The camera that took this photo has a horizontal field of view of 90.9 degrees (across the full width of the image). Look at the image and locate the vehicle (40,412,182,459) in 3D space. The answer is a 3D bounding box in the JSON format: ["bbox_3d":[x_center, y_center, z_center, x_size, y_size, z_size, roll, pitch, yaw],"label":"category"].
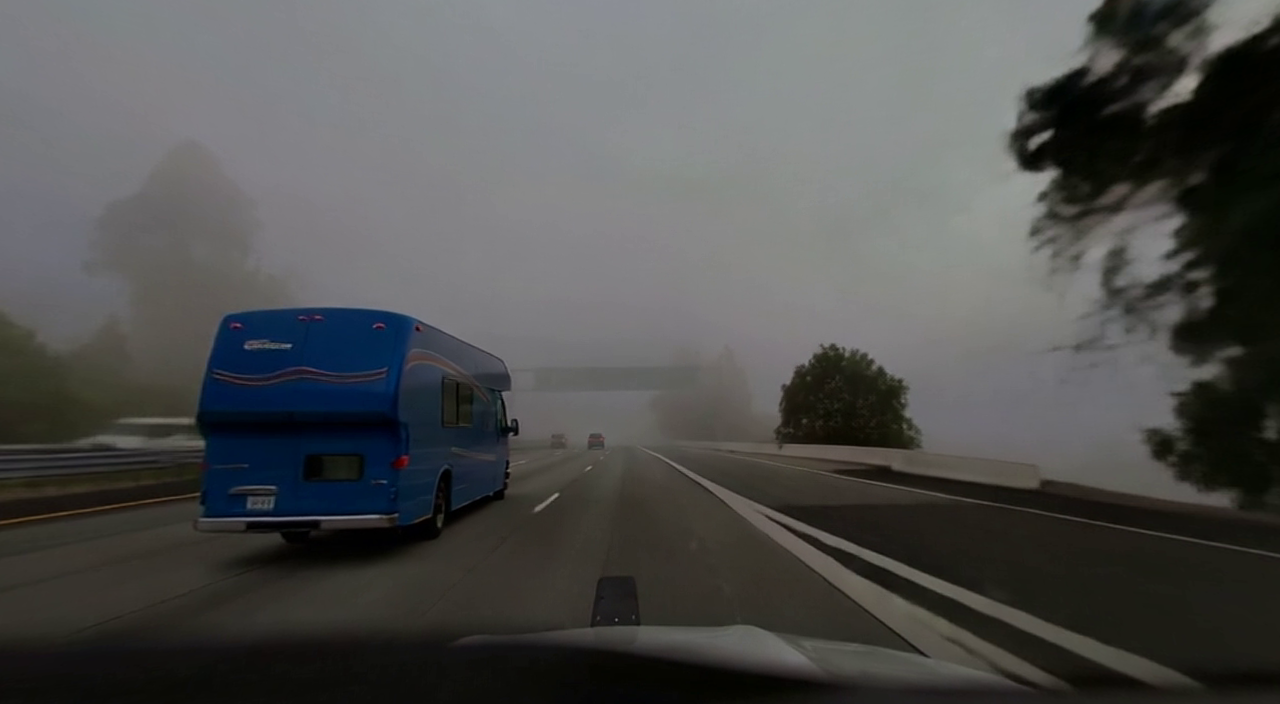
[{"bbox_3d":[-23.153,3.681,27.910,1.999,1.870,4.922,0,-7,0],"label":"vehicle"}]

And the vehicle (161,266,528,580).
[{"bbox_3d":[-3.810,1.130,10.474,2.676,3.269,7.388,-2,-6,-1],"label":"vehicle"}]
